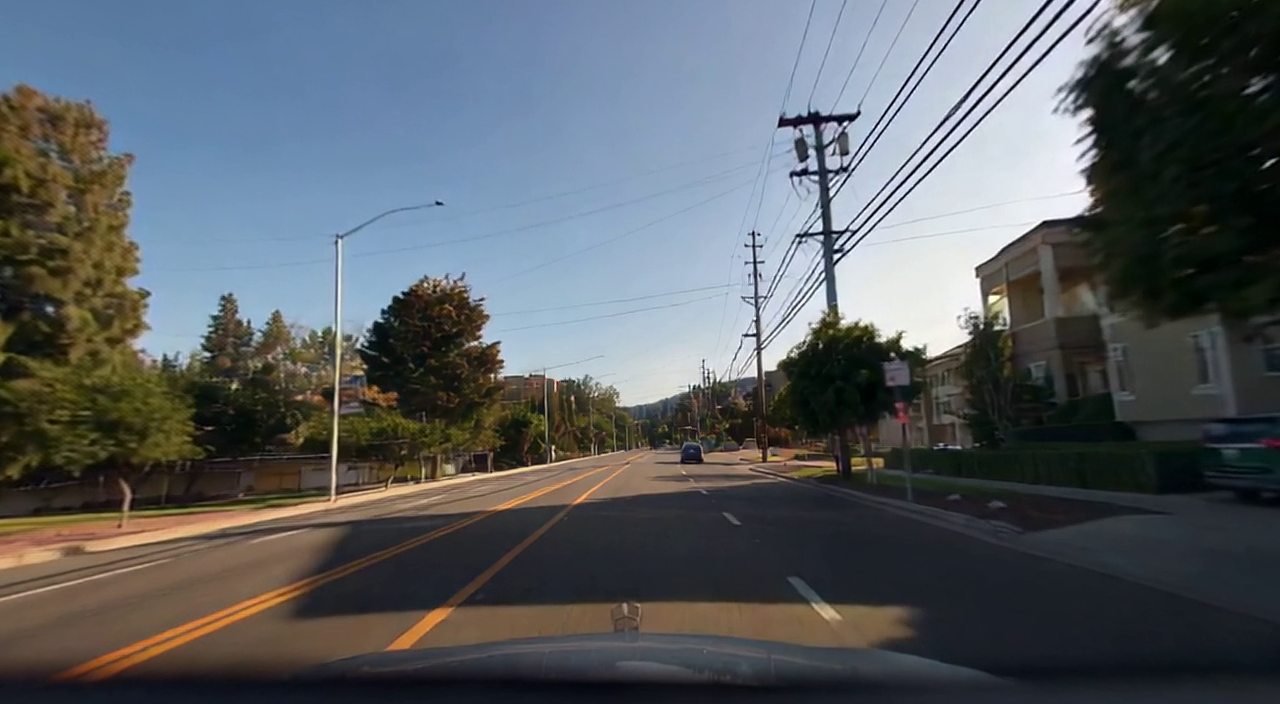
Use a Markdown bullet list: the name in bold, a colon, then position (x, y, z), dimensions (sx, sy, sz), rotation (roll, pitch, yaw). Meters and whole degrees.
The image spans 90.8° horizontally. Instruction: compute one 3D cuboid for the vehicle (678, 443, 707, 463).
- **vehicle**: position (3.874, 7.538, 47.298), dimensions (2.015, 1.467, 4.117), rotation (-1, -8, 3)
